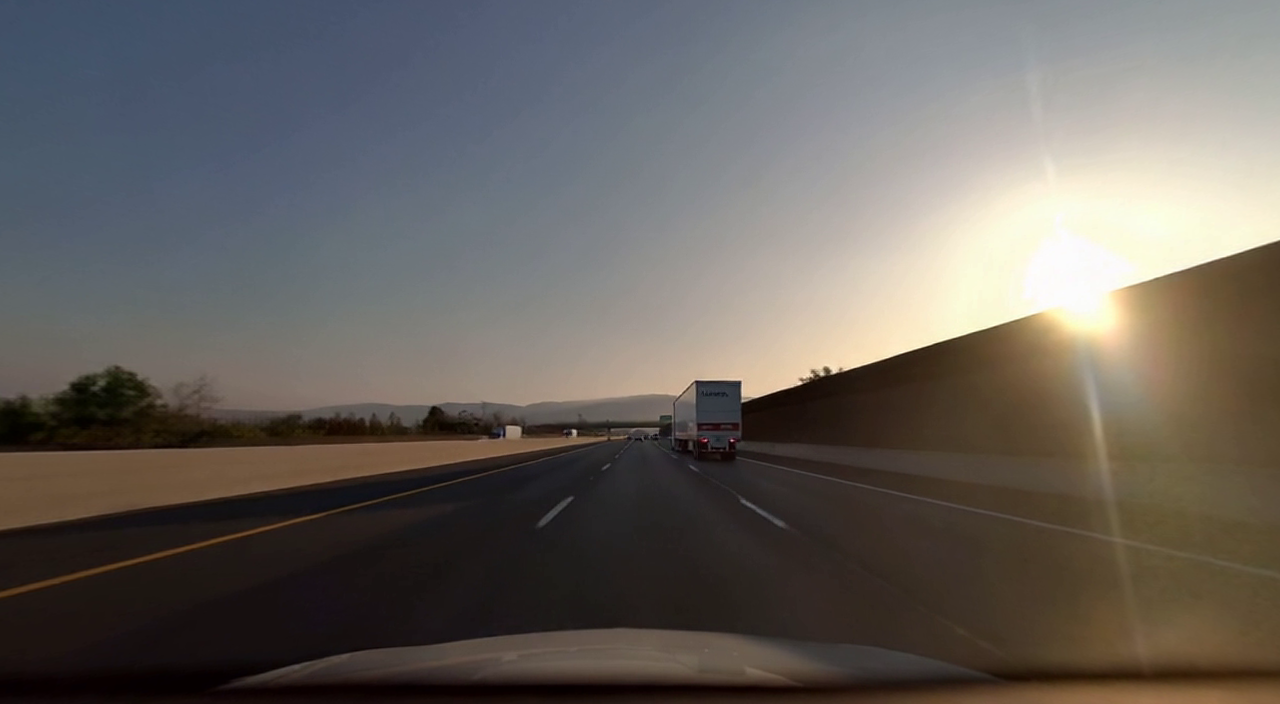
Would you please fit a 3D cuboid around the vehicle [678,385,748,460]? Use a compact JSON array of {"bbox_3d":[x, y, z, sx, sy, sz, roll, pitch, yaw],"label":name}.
[{"bbox_3d":[4.330,4.739,40.851,2.920,4.029,13.900,0,-8,0],"label":"vehicle"}]
